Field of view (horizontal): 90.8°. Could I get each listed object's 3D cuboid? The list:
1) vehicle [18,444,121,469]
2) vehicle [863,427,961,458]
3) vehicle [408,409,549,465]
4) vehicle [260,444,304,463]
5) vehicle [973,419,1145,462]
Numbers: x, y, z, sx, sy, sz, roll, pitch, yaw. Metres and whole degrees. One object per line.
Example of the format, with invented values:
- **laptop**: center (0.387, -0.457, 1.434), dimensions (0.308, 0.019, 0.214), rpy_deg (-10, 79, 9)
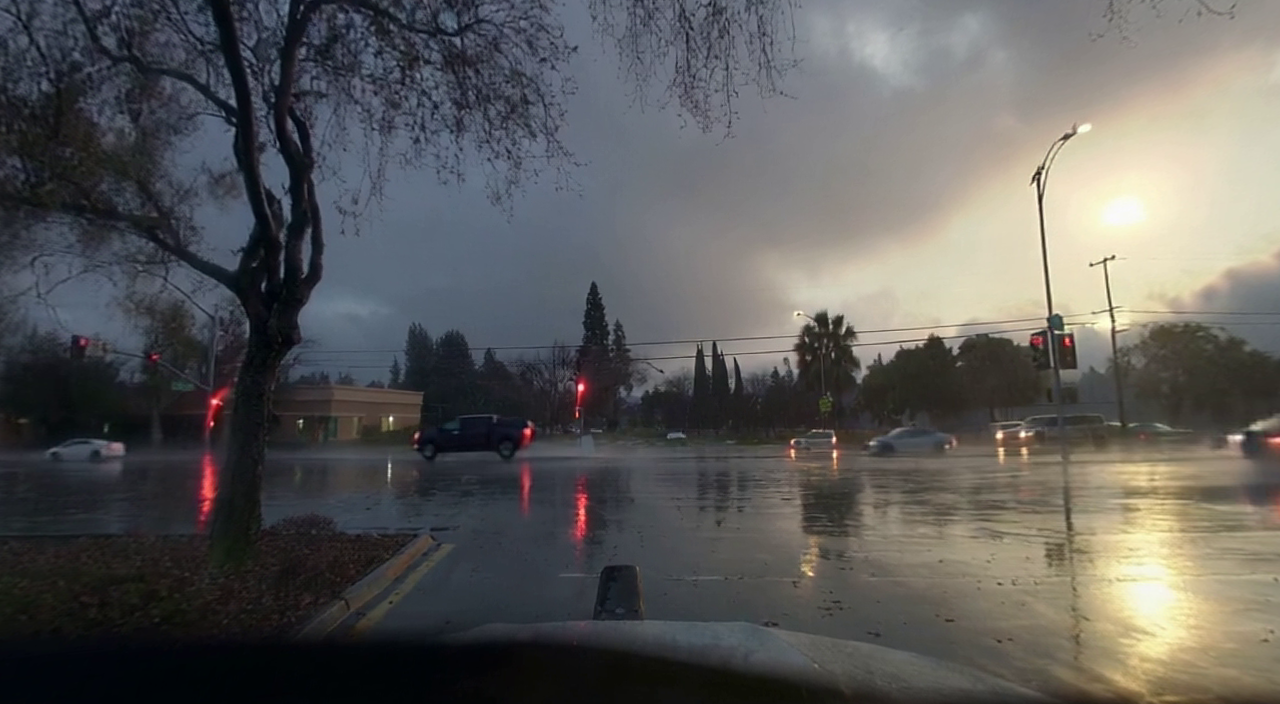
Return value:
- **vehicle**: center (-35.045, 6.410, 38.842), dimensions (4.860, 1.441, 1.934), rpy_deg (-2, -8, 9)
- **vehicle**: center (14.381, 4.834, 33.657), dimensions (4.370, 1.592, 1.886), rpy_deg (-2, -9, 10)
- **vehicle**: center (-9.732, 5.168, 38.330), dimensions (7.790, 3.197, 2.653), rpy_deg (-2, -9, 10)
- **vehicle**: center (-28.044, 7.916, 49.566), dimensions (2.235, 1.417, 4.272), rpy_deg (3, -9, -20)
- **vehicle**: center (15.021, 3.210, 22.915), dimensions (4.749, 1.461, 1.892), rpy_deg (-1, -9, 9)
